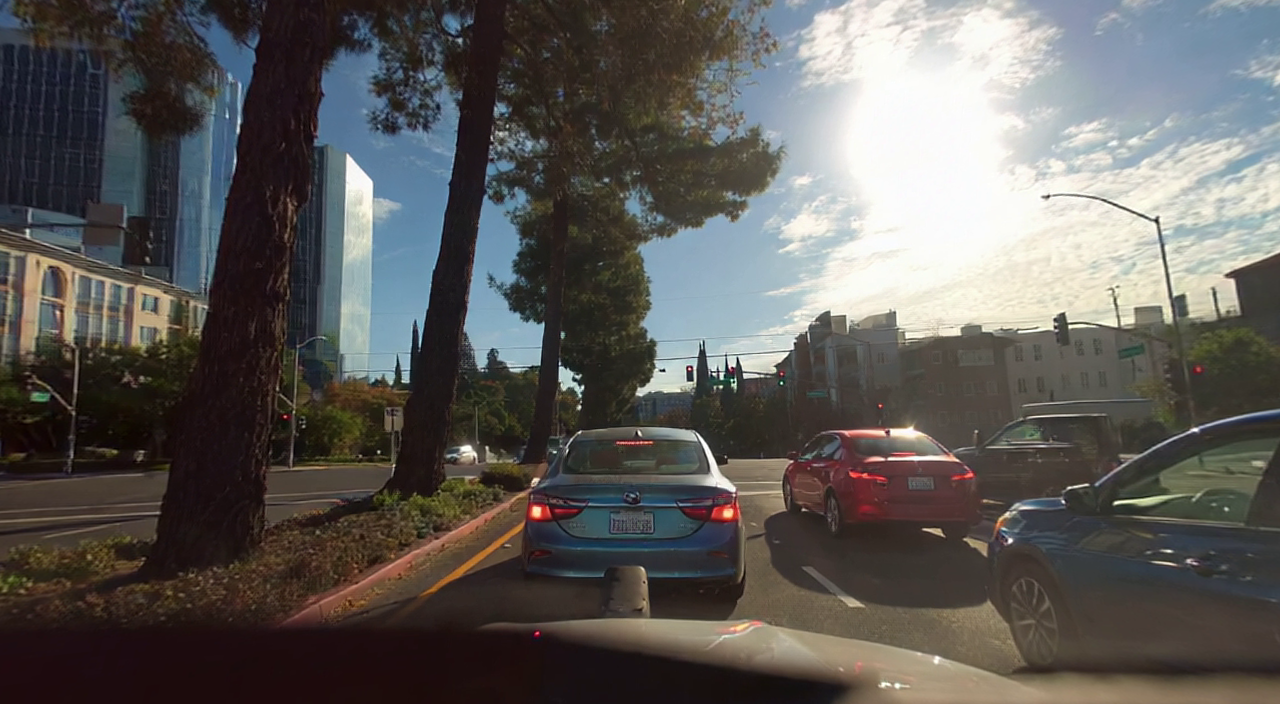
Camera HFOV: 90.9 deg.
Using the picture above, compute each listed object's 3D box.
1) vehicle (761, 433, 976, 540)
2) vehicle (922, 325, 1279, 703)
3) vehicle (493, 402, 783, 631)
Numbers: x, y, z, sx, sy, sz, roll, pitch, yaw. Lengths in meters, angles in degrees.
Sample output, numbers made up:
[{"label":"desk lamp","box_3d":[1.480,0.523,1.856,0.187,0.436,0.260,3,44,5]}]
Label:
[{"label":"vehicle","box_3d":[3.681,2.262,11.305,2.054,1.482,4.654,0,-9,-1]},{"label":"vehicle","box_3d":[3.711,0.938,3.432,2.162,1.829,4.519,0,-9,-1]},{"label":"vehicle","box_3d":[-0.029,1.475,6.512,2.074,1.631,3.793,0,-9,0]}]
